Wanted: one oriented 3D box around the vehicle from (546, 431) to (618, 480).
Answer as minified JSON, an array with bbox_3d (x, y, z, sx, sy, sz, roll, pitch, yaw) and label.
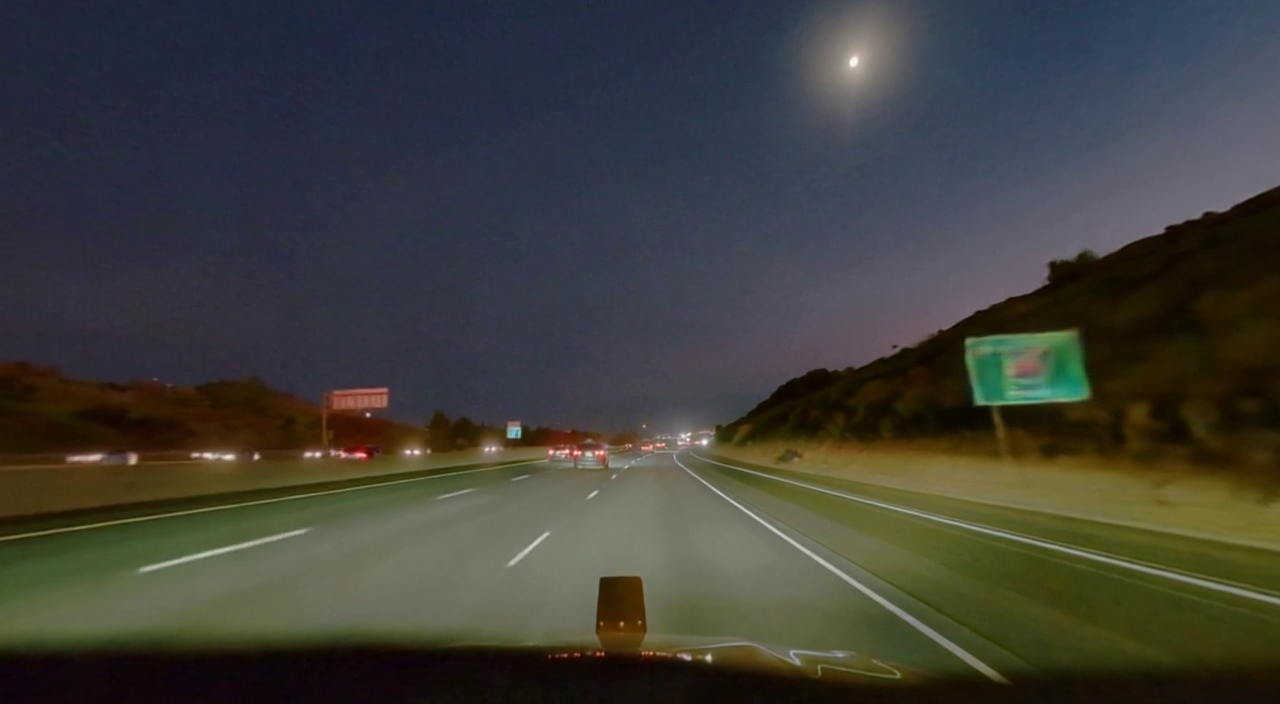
[{"bbox_3d":[-2.332,4.388,26.871,2.413,1.896,5.218,0,-8,2],"label":"vehicle"}]
